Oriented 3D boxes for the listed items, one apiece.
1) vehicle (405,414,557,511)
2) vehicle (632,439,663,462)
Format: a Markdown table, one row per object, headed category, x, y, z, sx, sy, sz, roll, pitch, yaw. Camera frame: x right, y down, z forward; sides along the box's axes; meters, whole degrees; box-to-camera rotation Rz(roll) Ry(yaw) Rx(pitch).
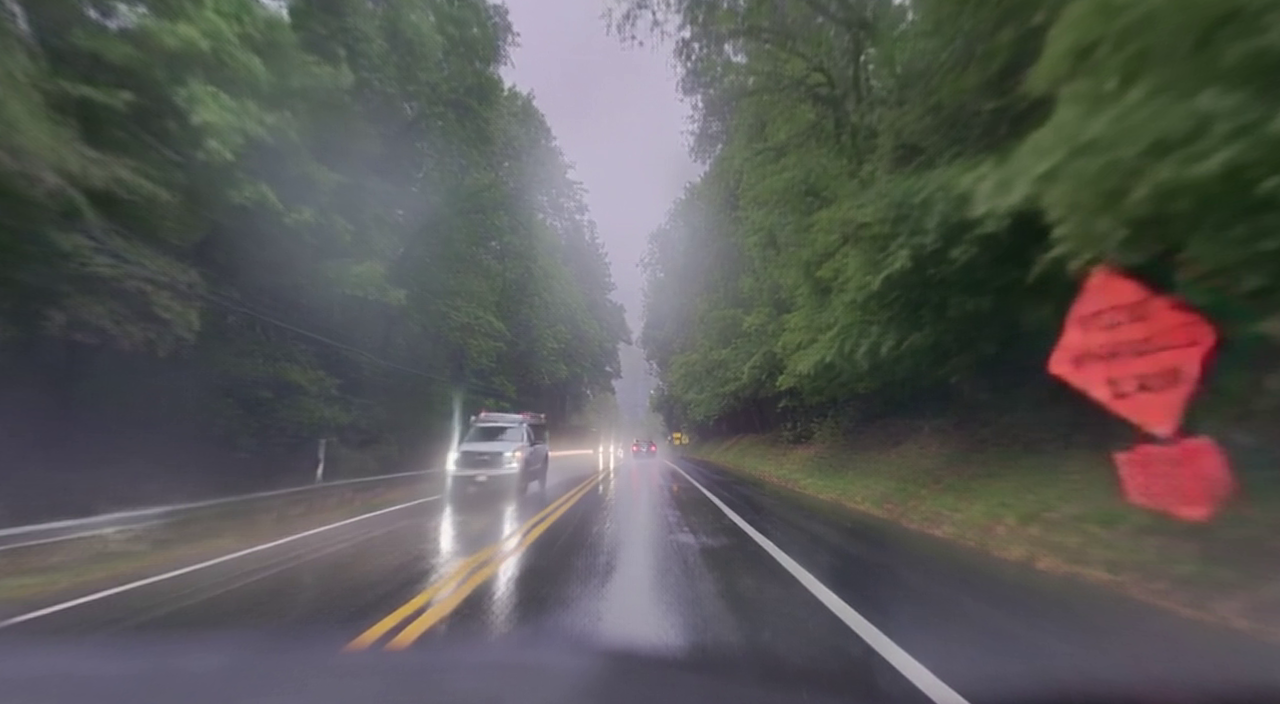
| category | x | y | z | sx | sy | sz | roll | pitch | yaw |
| --- | --- | --- | --- | --- | --- | --- | --- | --- | --- |
| vehicle | -3.885 | 2.870 | 16.847 | 2.441 | 2.113 | 5.738 | 0 | -9 | 1 |
| vehicle | 0.479 | 6.841 | 43.777 | 2.067 | 1.486 | 3.861 | 0 | -9 | 0 |
